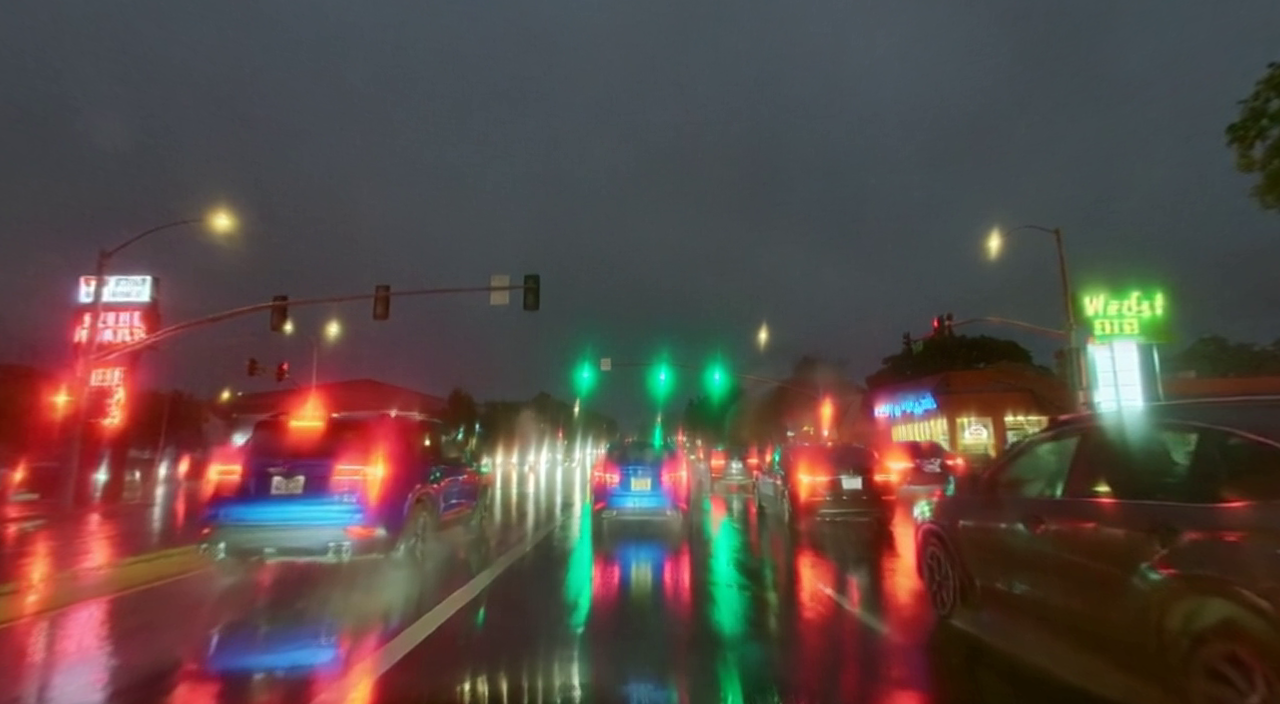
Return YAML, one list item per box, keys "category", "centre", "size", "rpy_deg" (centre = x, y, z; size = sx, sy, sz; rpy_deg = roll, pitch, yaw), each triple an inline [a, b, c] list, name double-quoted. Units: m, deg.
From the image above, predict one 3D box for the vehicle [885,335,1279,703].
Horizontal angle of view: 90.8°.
- category: "vehicle"
  centre: [3.068, 0.938, 3.016]
  size: [2.075, 1.661, 4.401]
  rpy_deg: [0, -9, 1]

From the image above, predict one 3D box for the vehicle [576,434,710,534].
- category: "vehicle"
  centre: [0.036, 2.416, 12.104]
  size: [2.154, 1.577, 3.723]
  rpy_deg: [0, -9, 0]

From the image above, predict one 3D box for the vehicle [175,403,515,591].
- category: "vehicle"
  centre: [-3.379, 1.789, 8.655]
  size: [2.257, 1.823, 4.777]
  rpy_deg: [-1, -9, 1]

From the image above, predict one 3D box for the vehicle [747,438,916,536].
- category: "vehicle"
  centre: [3.352, 2.432, 12.002]
  size: [1.865, 1.496, 4.170]
  rpy_deg: [0, -9, 0]

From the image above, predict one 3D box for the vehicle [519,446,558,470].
- category: "vehicle"
  centre: [-7.879, 8.227, 49.328]
  size: [2.293, 1.777, 4.497]
  rpy_deg: [0, -9, 0]
